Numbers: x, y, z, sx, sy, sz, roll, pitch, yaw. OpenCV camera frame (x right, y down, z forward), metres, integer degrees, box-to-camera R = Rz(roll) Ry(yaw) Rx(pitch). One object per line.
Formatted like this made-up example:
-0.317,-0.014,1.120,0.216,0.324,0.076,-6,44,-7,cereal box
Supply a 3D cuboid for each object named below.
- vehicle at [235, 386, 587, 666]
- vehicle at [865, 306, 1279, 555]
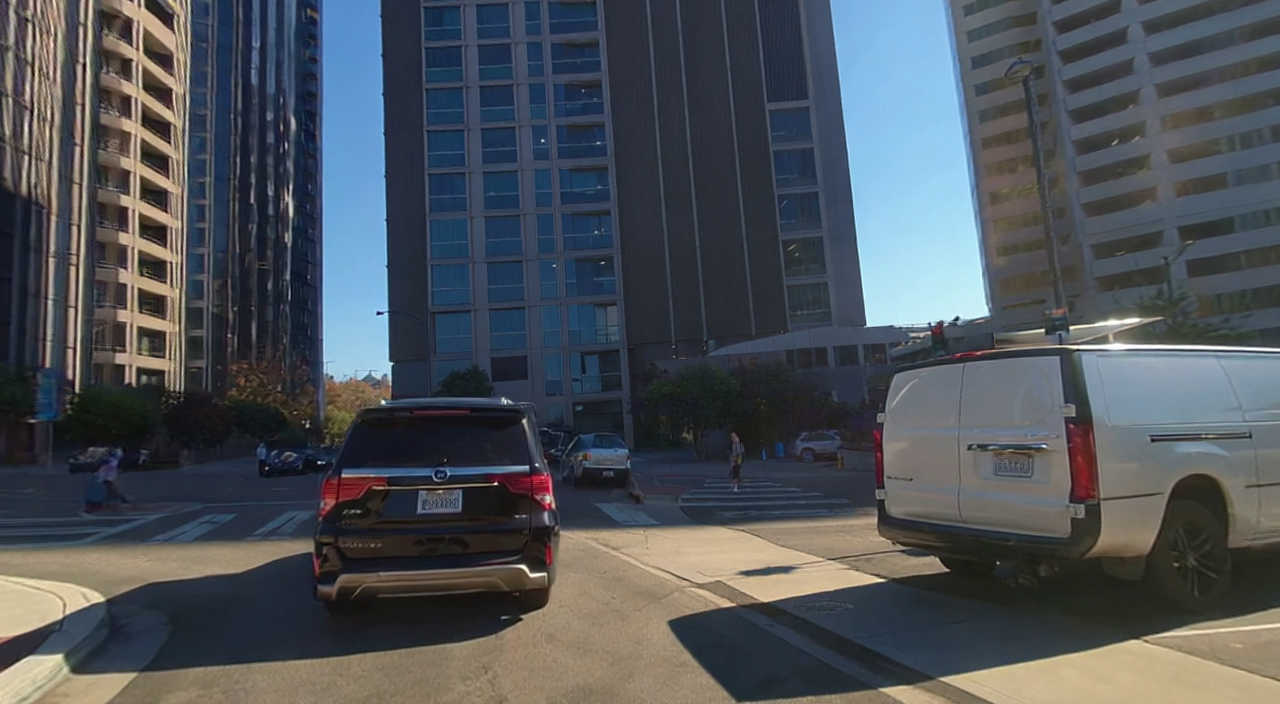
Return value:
-1.692,1.398,6.162,2.144,1.733,4.115,1,-9,-7,vehicle
6.917,1.020,8.242,6.932,2.753,2.446,0,-8,1,vehicle
